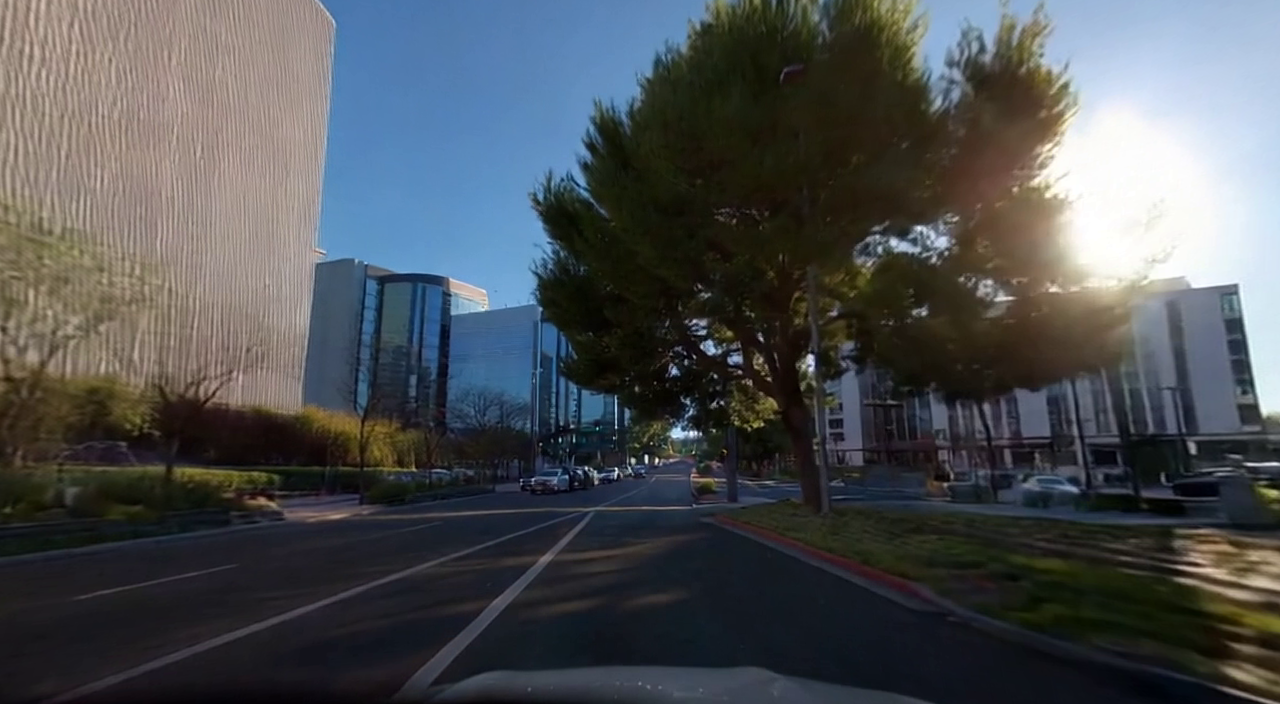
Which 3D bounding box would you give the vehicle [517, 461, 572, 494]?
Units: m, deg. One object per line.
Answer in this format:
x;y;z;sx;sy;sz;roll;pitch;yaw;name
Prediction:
-5.588;7.401;37.441;2.043;1.778;4.602;-3;-10;6;vehicle

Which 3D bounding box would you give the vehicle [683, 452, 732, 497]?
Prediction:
3.237;6.013;31.049;2.064;2.010;4.791;0;-10;2;vehicle
